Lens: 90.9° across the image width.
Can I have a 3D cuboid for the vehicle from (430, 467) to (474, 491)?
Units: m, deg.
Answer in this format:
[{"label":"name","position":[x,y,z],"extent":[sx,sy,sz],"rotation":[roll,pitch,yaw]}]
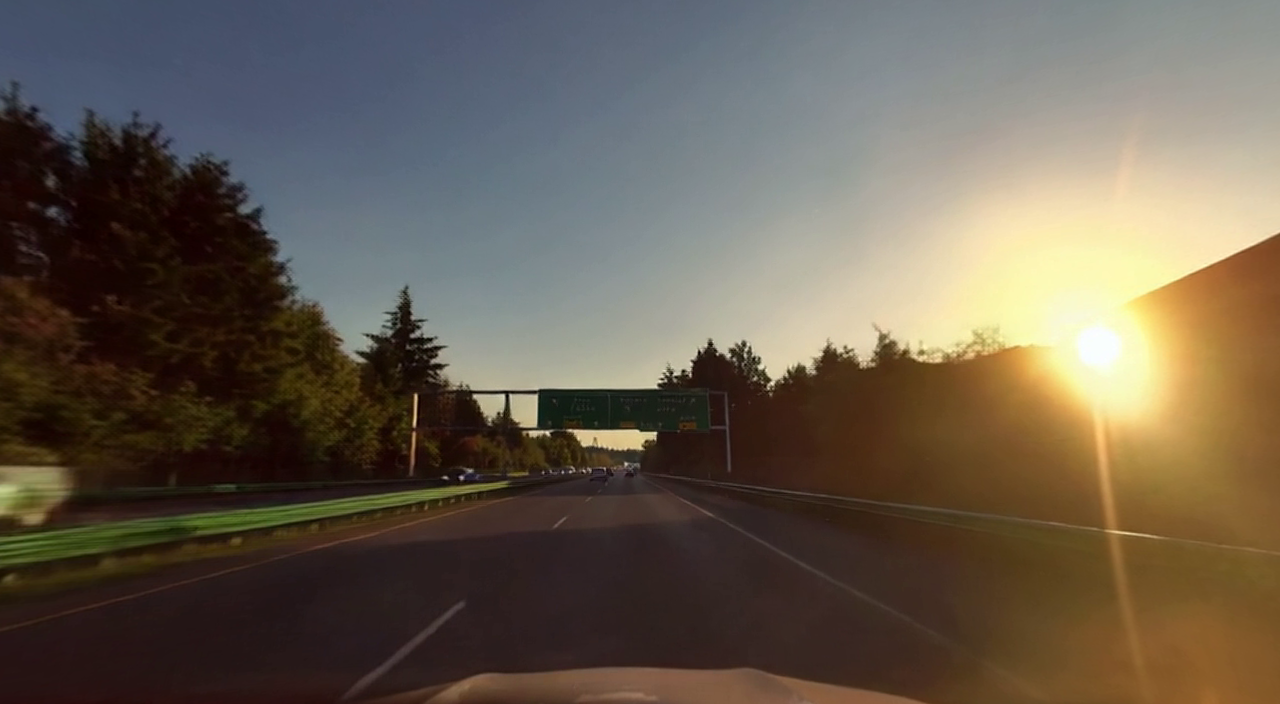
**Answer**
[{"label":"vehicle","position":[-13.081,8.866,44.099],"extent":[1.931,1.571,3.634],"rotation":[1,-11,0]}]
